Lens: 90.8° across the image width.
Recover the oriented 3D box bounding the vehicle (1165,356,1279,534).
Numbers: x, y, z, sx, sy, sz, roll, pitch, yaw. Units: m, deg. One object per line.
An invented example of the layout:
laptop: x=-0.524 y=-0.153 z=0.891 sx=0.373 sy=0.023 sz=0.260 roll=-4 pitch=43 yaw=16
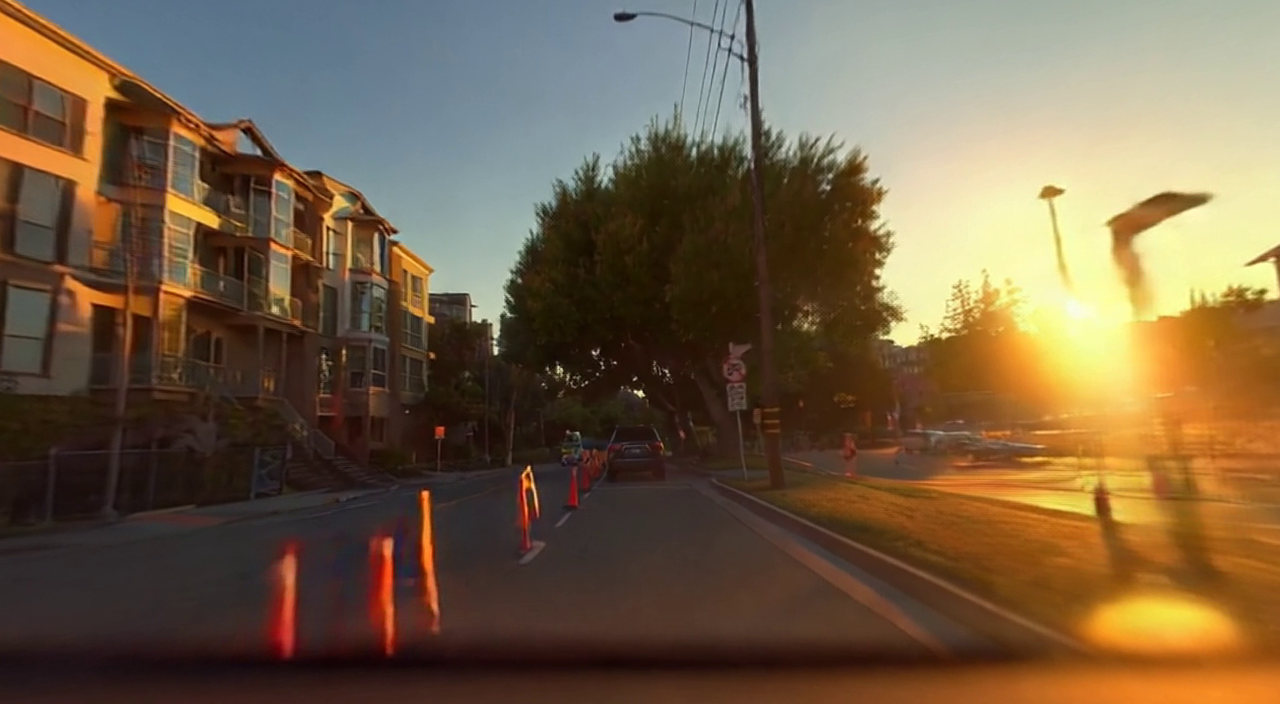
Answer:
vehicle: x=9.606 y=0.906 z=6.548 sx=2.253 sy=2.306 sz=6.753 roll=0 pitch=-10 yaw=-2

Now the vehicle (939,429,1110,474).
vehicle: x=13.117 y=3.431 z=21.842 sx=4.567 sy=1.448 sz=1.890 roll=-1 pitch=-8 yaw=8

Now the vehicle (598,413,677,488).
vehicle: x=-0.106 y=3.079 z=19.903 sx=2.169 sy=2.015 sz=5.206 roll=0 pitch=-8 yaw=-1
